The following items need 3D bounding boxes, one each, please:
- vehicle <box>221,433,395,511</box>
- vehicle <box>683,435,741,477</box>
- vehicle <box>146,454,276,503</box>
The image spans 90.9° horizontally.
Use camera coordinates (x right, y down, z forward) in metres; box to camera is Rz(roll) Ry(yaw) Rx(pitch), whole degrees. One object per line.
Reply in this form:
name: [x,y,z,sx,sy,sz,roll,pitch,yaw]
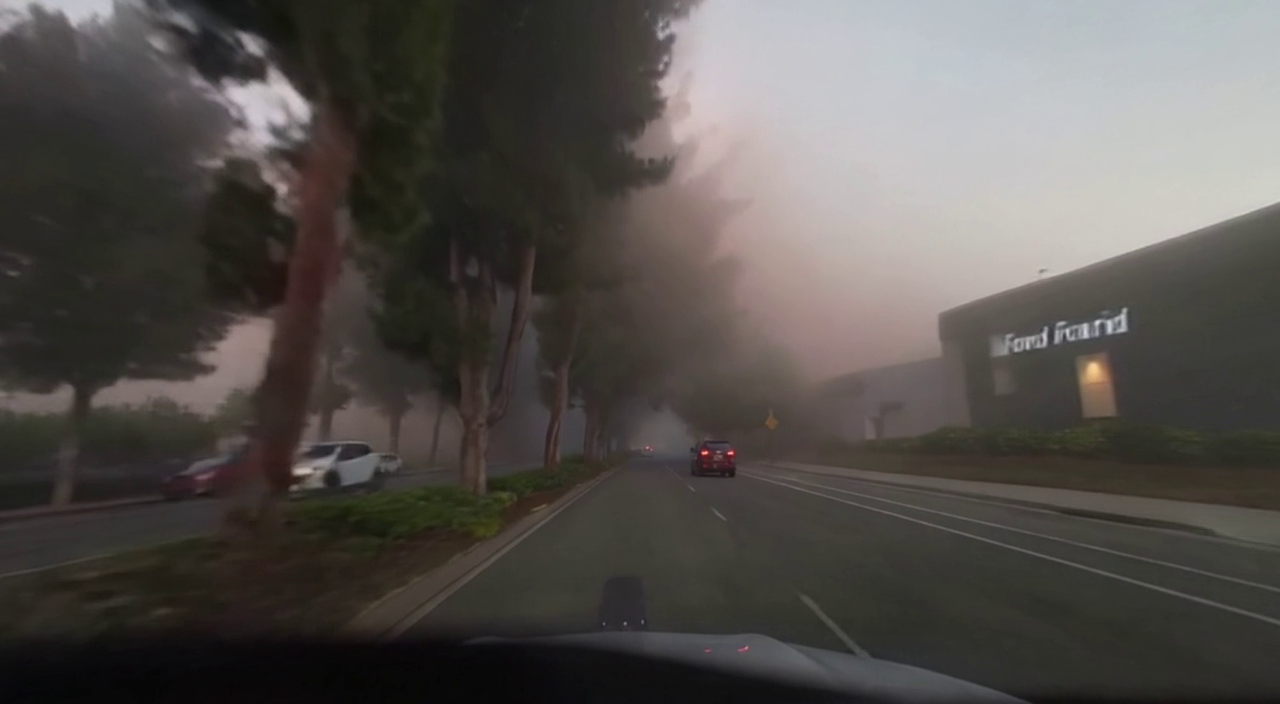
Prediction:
vehicle: [-8.426,3.070,16.601,2.040,1.729,4.566,0,-9,1]
vehicle: [3.265,4.822,29.451,2.143,1.759,4.378,0,-9,-1]
vehicle: [-16.406,4.819,24.459,1.848,1.641,4.644,0,-8,-1]
